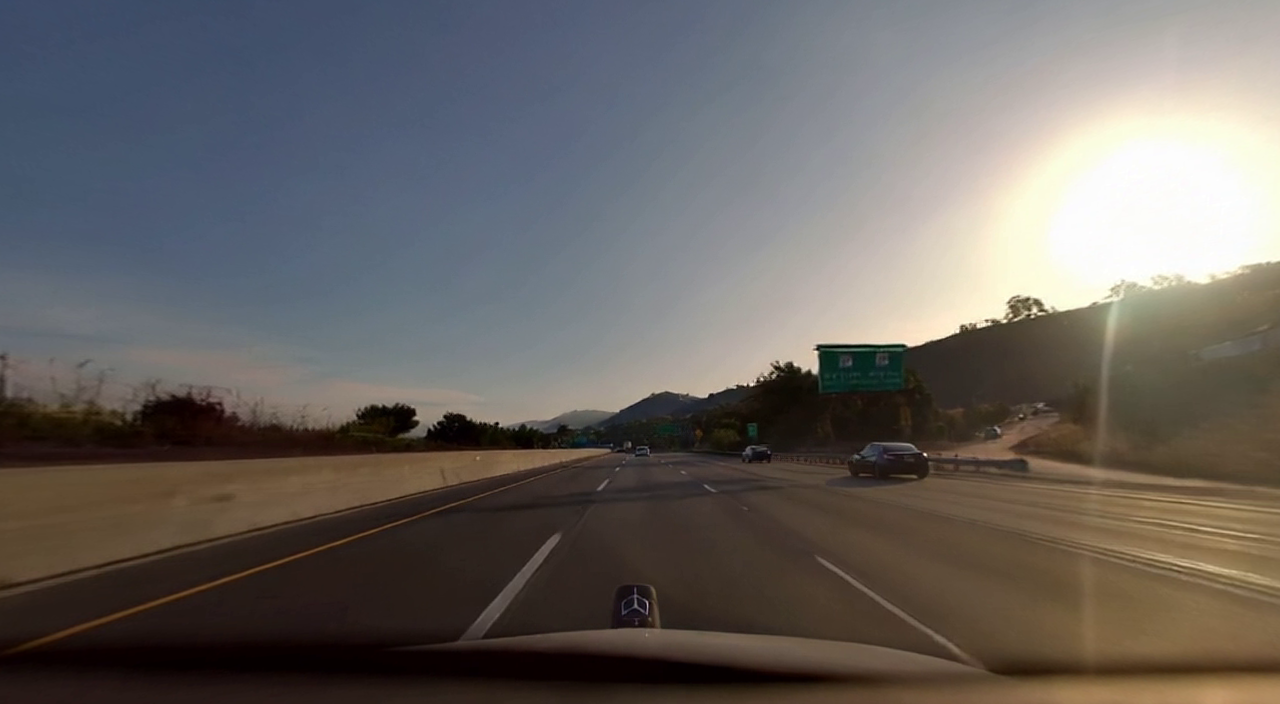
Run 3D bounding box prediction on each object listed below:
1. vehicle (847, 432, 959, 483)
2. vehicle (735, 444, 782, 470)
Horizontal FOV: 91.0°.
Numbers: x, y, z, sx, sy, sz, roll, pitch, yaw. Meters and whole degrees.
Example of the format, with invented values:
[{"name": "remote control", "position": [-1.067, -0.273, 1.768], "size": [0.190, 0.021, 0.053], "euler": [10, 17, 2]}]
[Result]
[{"name": "vehicle", "position": [11.058, 4.488, 27.087], "size": [2.387, 1.936, 5.646], "euler": [0, -9, 0]}, {"name": "vehicle", "position": [7.436, 6.608, 39.877], "size": [2.053, 1.553, 4.463], "euler": [0, -9, 0]}]
